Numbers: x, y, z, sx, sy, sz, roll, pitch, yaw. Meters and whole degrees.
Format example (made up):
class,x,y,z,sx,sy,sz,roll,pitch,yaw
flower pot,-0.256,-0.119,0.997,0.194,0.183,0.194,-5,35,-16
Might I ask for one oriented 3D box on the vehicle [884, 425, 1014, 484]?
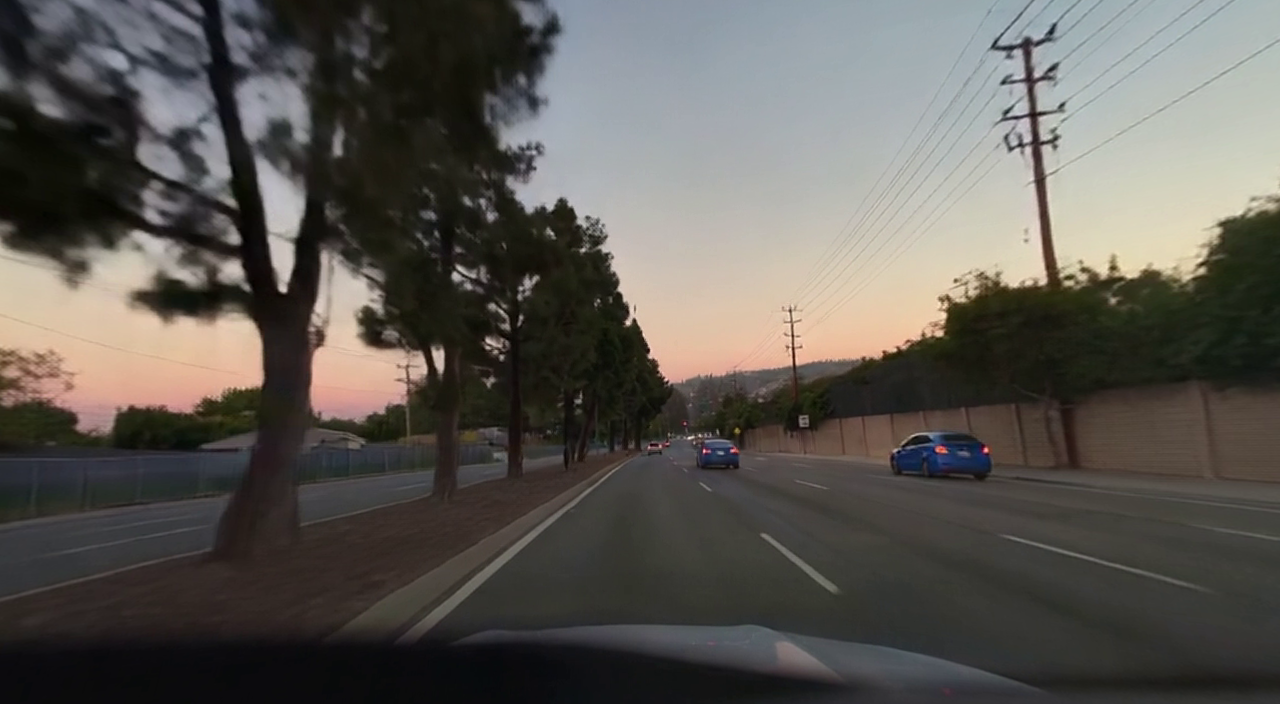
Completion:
class,x,y,z,sx,sy,sz,roll,pitch,yaw
vehicle,9.955,3.325,20.758,1.978,1.700,4.461,0,-8,0

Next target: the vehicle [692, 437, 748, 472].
class,x,y,z,sx,sy,sz,roll,pitch,yaw
vehicle,3.634,4.763,29.381,2.063,1.481,4.247,0,-8,0
